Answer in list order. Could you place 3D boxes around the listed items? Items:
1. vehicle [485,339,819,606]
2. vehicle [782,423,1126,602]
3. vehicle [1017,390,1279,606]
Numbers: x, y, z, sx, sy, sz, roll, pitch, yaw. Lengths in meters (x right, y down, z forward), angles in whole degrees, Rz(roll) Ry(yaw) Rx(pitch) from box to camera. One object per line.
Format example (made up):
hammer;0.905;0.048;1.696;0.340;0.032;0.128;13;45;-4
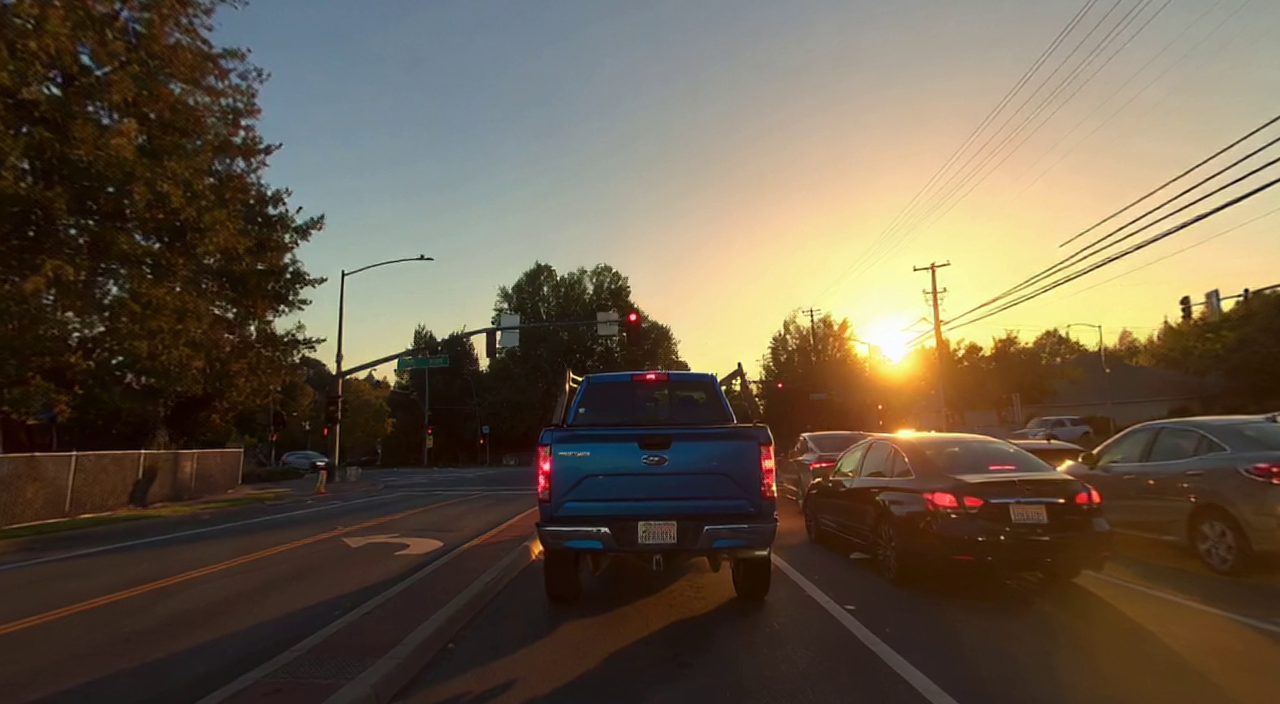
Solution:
vehicle;0.136;1.470;8.553;2.831;2.284;6.149;0;-8;1
vehicle;3.125;1.660;7.429;1.993;1.495;4.060;0;-8;1
vehicle;6.170;1.372;6.397;1.982;1.727;4.352;0;-8;1
